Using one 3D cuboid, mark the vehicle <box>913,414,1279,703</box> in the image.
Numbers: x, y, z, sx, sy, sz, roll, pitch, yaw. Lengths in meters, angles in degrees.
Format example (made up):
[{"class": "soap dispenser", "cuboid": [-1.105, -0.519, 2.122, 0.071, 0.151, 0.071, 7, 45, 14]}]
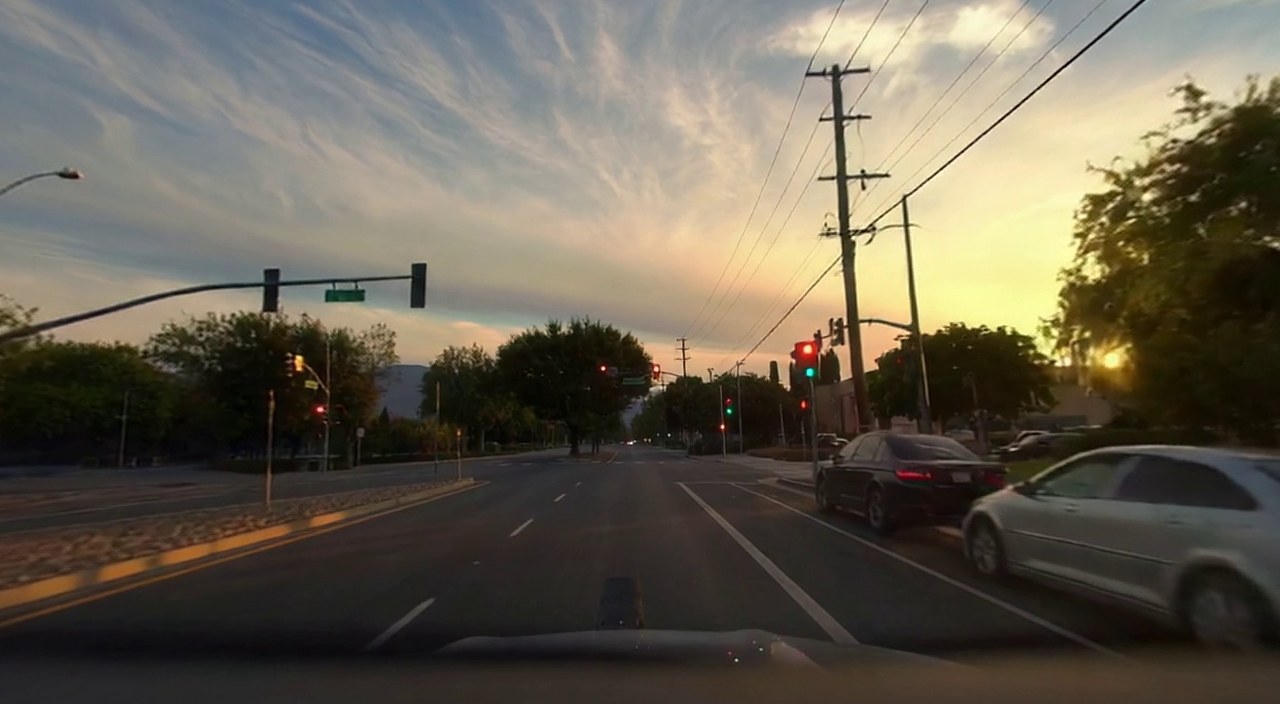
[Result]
[{"class": "vehicle", "cuboid": [3.961, 1.264, 4.634, 1.833, 1.444, 4.589, 0, -8, 0]}]
